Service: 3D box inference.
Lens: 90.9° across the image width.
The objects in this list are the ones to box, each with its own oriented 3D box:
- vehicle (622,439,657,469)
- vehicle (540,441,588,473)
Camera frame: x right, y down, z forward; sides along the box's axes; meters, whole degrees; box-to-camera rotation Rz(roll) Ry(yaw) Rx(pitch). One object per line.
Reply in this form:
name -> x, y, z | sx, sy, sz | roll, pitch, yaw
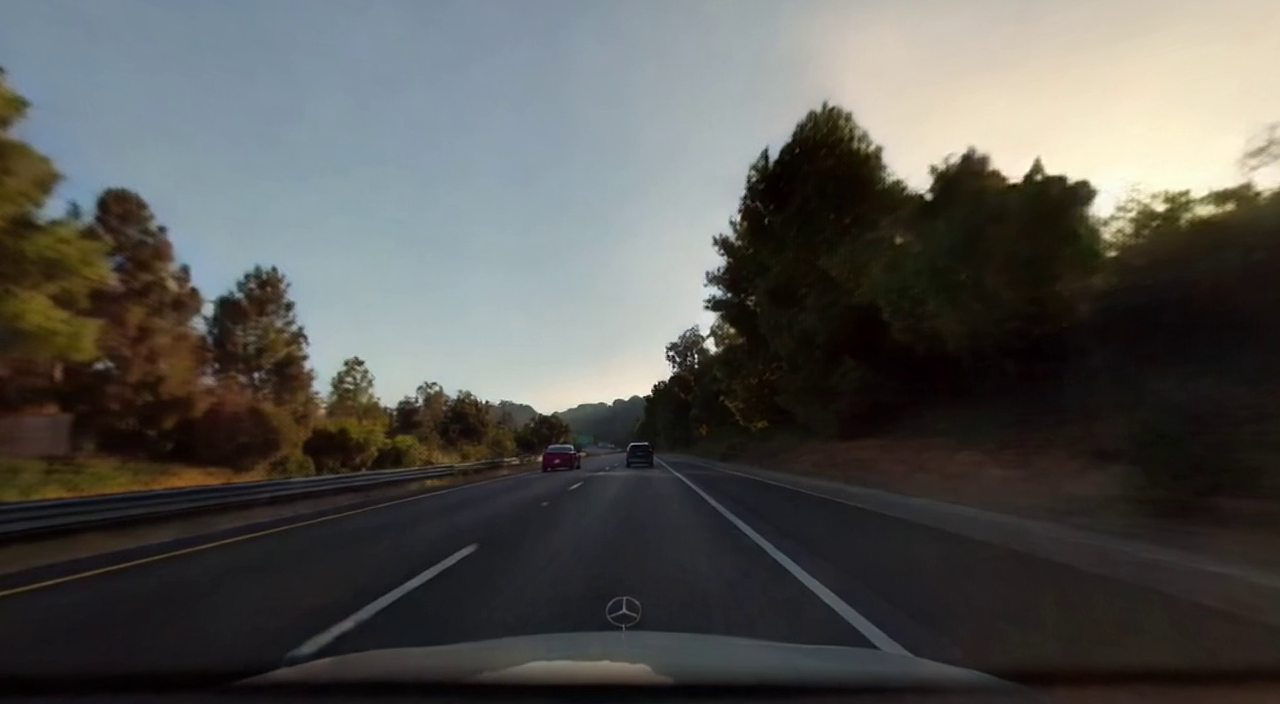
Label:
vehicle -> -0.035, 6.514, 40.252 | 2.126, 1.786, 3.958 | 0, -9, 0
vehicle -> -4.200, 5.888, 35.406 | 2.113, 1.656, 4.215 | 0, -9, 0
